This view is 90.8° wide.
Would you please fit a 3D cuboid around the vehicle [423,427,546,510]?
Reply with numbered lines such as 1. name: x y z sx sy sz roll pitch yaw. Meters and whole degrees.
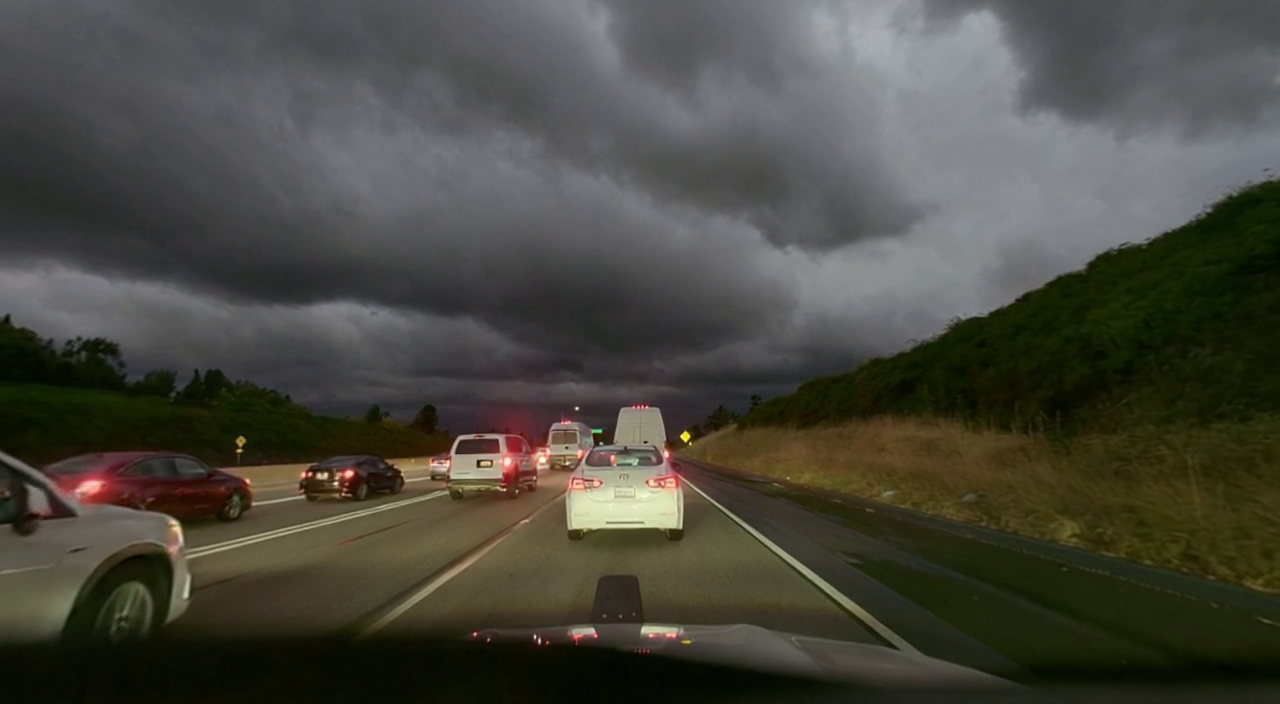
1. vehicle: -4.020 3.112 17.258 2.055 1.913 4.584 -1 -9 2

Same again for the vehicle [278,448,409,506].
1. vehicle: -8.395 3.543 18.276 1.826 1.465 3.916 0 -9 1

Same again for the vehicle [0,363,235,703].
1. vehicle: -3.626 0.761 1.765 2.029 1.656 4.437 0 -9 0

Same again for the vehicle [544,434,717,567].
1. vehicle: -0.138 1.981 9.036 1.995 1.495 3.380 0 -9 -1
